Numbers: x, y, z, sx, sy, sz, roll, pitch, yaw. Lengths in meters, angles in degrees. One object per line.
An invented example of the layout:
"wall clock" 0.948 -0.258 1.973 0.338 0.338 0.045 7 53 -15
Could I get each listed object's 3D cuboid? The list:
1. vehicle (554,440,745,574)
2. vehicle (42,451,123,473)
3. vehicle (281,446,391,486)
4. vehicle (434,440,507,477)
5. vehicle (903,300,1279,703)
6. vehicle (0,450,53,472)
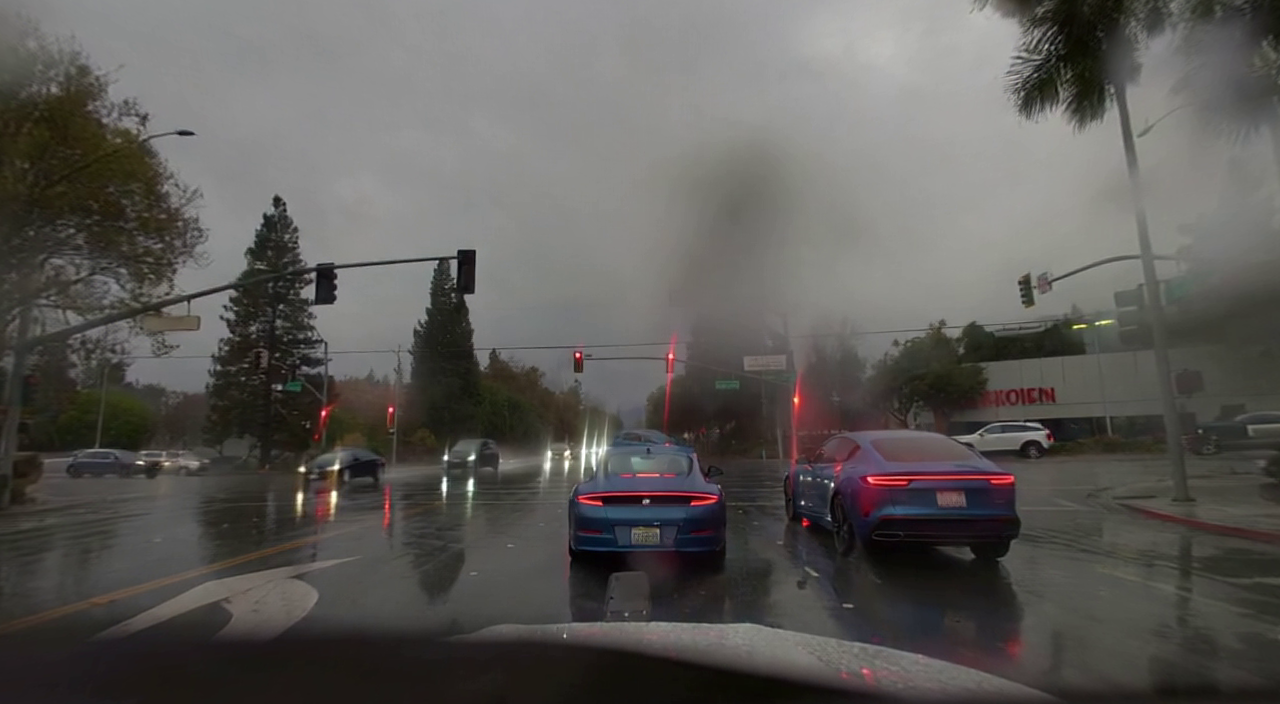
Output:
"vehicle" 0.118 1.868 8.391 1.945 1.343 3.827 0 -8 1
"vehicle" -41.298 8.152 46.780 4.195 1.533 1.752 0 -8 -3
"vehicle" -11.894 4.456 25.047 2.053 1.436 4.494 0 -8 1
"vehicle" -8.139 5.139 30.798 2.091 1.651 4.870 -1 -8 2
"vehicle" 3.108 0.799 2.525 2.143 1.759 4.531 0 -8 0
"vehicle" -46.268 7.958 46.138 4.545 1.558 1.833 0 -8 -3
